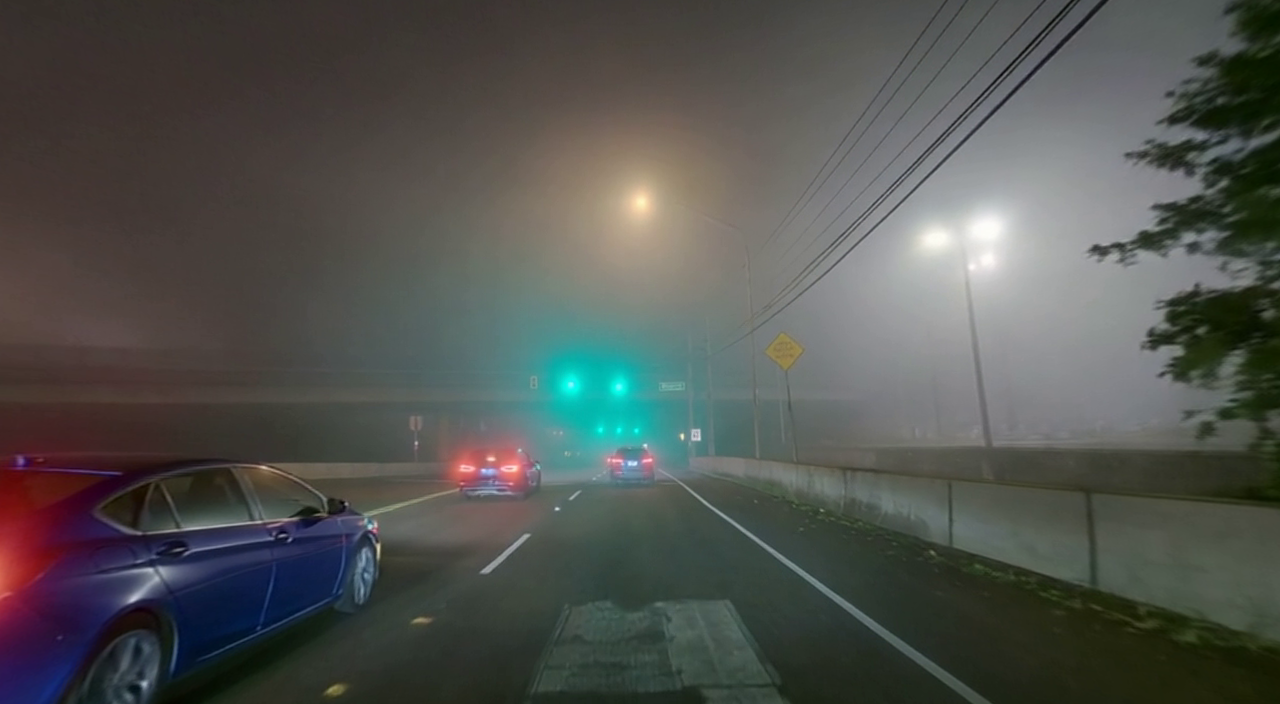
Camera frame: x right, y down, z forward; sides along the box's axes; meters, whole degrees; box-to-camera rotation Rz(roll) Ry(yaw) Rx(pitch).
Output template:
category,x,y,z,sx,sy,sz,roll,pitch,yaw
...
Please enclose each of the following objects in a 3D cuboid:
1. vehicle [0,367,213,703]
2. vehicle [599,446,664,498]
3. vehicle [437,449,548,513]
category,x,y,z,sx,sy,sz,roll,pitch,yaw
vehicle,-3.543,0.766,1.595,1.925,1.666,4.271,0,-8,0
vehicle,-0.271,3.979,21.346,1.985,1.565,3.968,0,-8,0
vehicle,-3.751,3.335,16.875,1.946,1.437,4.154,0,-8,0
